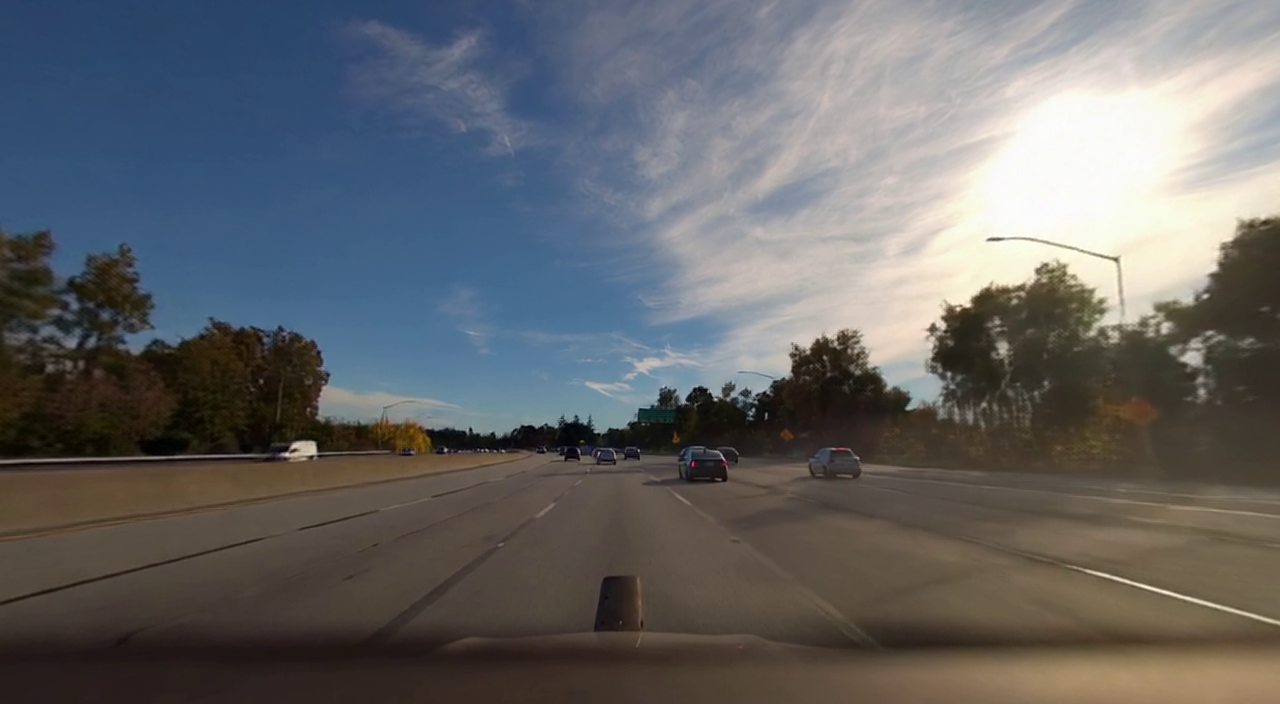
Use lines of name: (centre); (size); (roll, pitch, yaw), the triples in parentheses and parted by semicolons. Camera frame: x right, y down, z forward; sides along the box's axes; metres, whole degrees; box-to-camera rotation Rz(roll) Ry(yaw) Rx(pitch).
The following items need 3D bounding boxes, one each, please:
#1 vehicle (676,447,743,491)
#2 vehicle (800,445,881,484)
vehicle: (2.635, 4.561, 24.780); (1.975, 1.562, 3.823); (0, -9, -3)
vehicle: (9.175, 5.195, 29.285); (1.909, 1.634, 4.739); (0, -9, -3)
